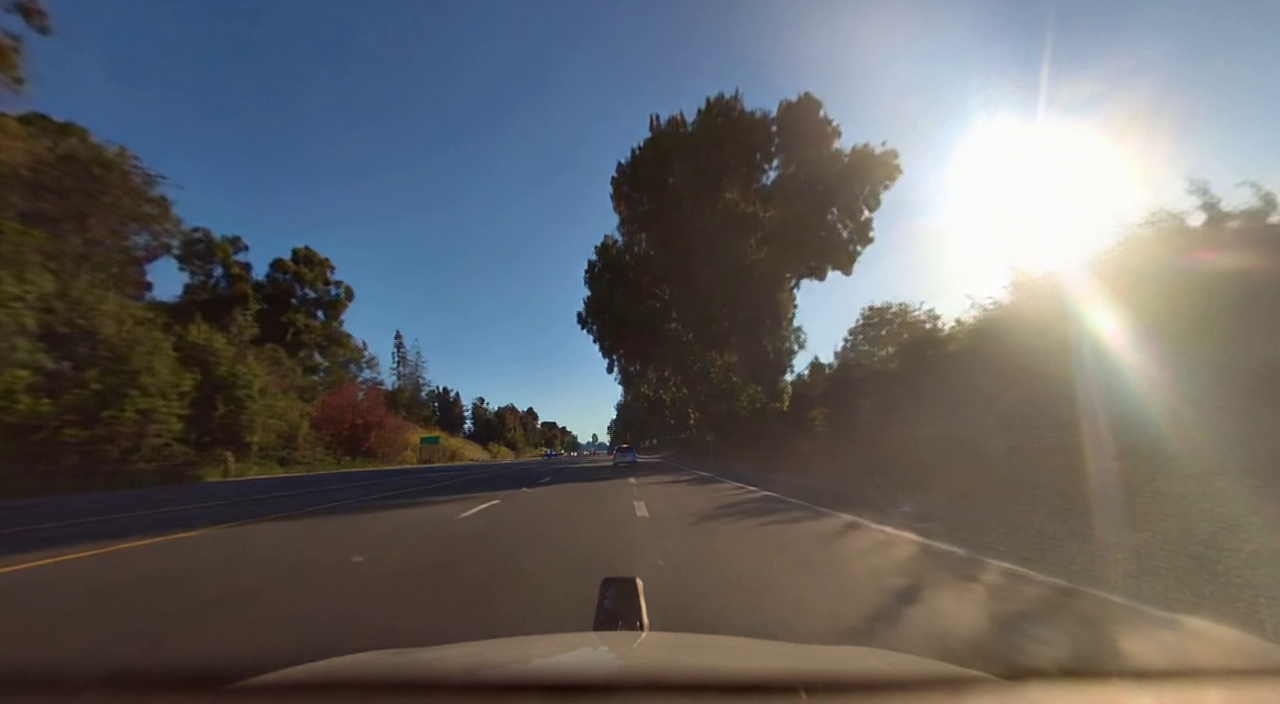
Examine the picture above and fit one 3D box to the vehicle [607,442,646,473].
[{"bbox_3d":[-0.768,6.146,36.746,2.120,1.715,4.153,0,-9,0],"label":"vehicle"}]
